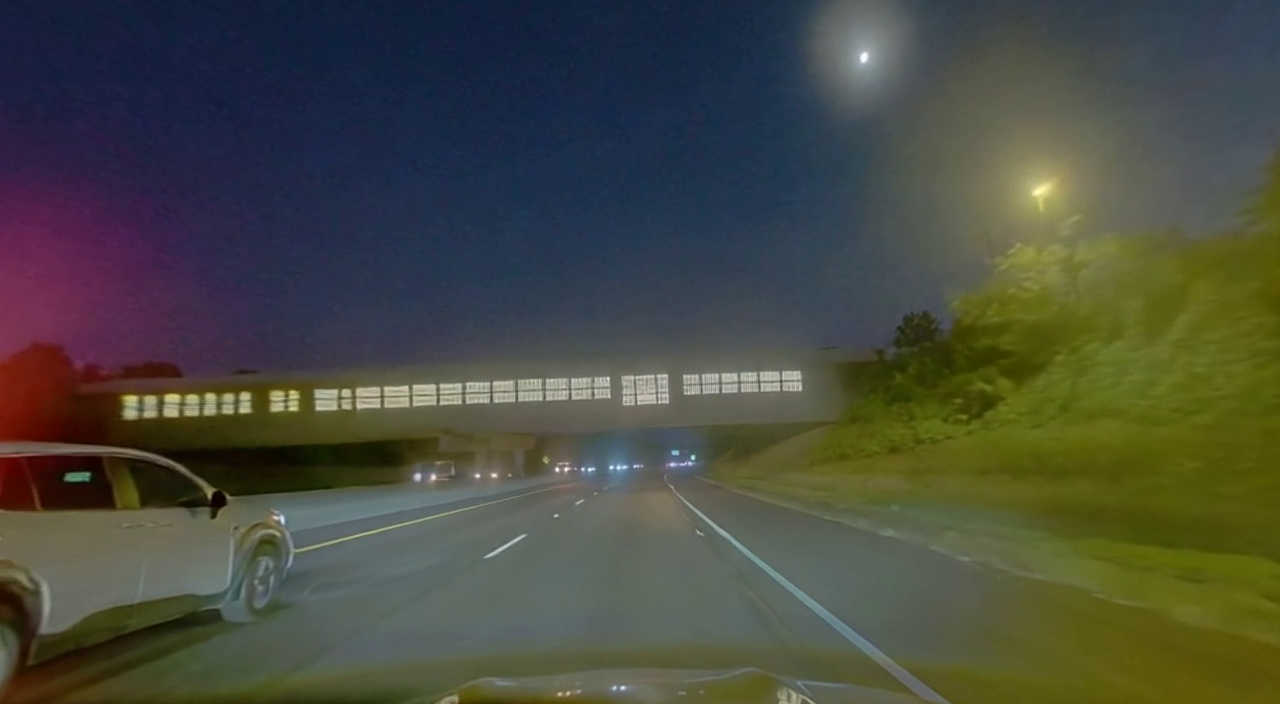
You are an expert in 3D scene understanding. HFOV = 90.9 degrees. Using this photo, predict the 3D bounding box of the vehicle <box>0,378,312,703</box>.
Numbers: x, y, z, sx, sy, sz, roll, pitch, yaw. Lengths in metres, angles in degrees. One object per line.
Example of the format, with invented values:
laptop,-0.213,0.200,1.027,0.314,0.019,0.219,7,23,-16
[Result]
vehicle,-4.125,1.040,3.393,2.141,1.697,4.641,1,-11,0

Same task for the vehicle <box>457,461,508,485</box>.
vehicle,-10.397,8.041,41.843,2.082,1.462,4.201,1,-11,3

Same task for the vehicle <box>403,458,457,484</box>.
vehicle,-15.086,8.587,45.546,2.022,1.687,4.737,1,-11,3
